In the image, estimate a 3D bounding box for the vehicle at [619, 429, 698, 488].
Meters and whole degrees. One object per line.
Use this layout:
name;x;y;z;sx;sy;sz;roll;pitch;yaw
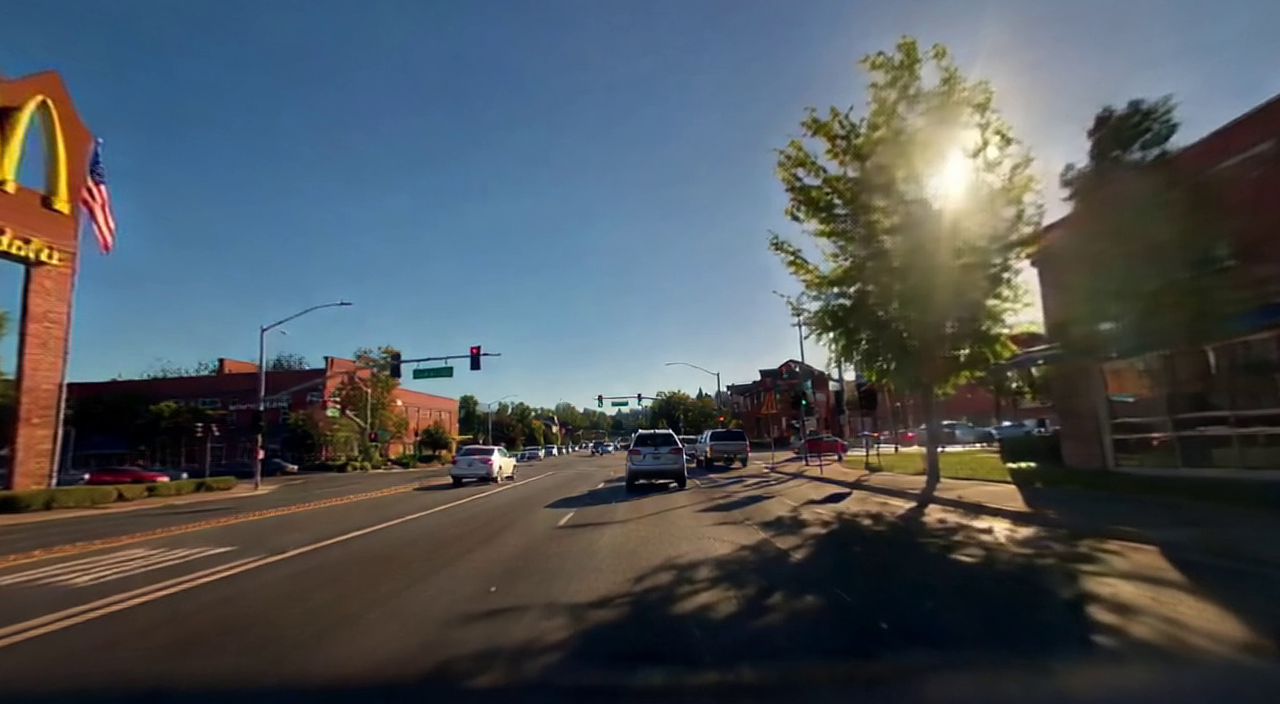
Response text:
vehicle;0.593;3.788;22.821;2.513;1.854;5.235;0;-9;0

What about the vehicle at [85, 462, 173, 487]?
vehicle;-37.694;9.031;46.591;4.839;1.742;1.993;-1;-8;4

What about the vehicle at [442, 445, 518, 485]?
vehicle;-6.495;4.626;26.169;1.966;1.461;4.422;0;-9;1

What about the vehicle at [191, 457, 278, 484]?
vehicle;-29.666;8.666;46.227;4.890;1.806;2.205;0;-9;2

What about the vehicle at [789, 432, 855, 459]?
vehicle;12.622;6.489;43.608;4.386;1.760;2.228;7;-11;-38

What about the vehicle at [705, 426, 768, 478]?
vehicle;4.319;4.597;29.203;2.452;2.148;5.877;-1;-9;5
